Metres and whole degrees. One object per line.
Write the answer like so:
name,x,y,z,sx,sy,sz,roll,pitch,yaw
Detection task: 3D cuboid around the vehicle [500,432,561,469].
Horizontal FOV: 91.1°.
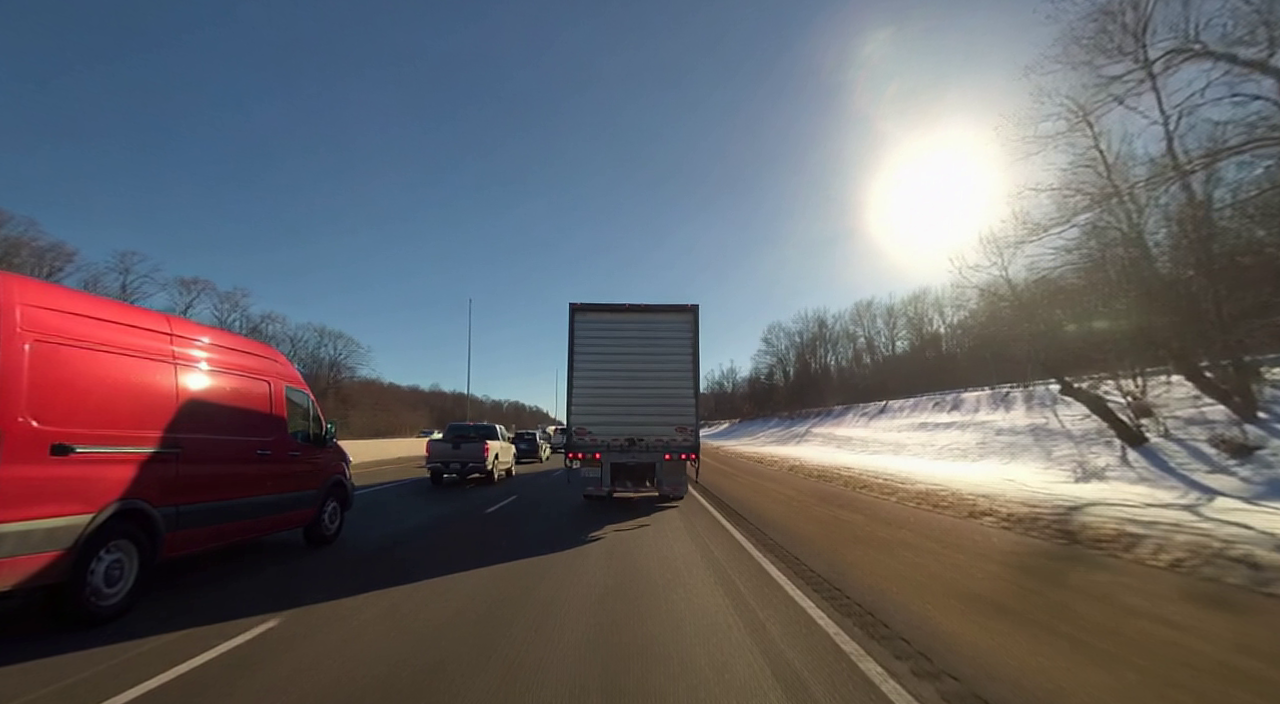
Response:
vehicle,-4.858,4.401,28.479,1.931,1.539,4.441,0,-8,0

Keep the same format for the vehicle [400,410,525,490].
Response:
vehicle,-4.893,2.801,18.275,2.168,1.985,4.952,0,-8,0

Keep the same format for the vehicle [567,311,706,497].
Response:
vehicle,-0.096,1.760,18.652,2.953,4.041,10.072,0,-8,0

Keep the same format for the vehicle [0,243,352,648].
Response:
vehicle,-5.251,0.852,5.897,2.478,2.515,5.438,0,-8,0
